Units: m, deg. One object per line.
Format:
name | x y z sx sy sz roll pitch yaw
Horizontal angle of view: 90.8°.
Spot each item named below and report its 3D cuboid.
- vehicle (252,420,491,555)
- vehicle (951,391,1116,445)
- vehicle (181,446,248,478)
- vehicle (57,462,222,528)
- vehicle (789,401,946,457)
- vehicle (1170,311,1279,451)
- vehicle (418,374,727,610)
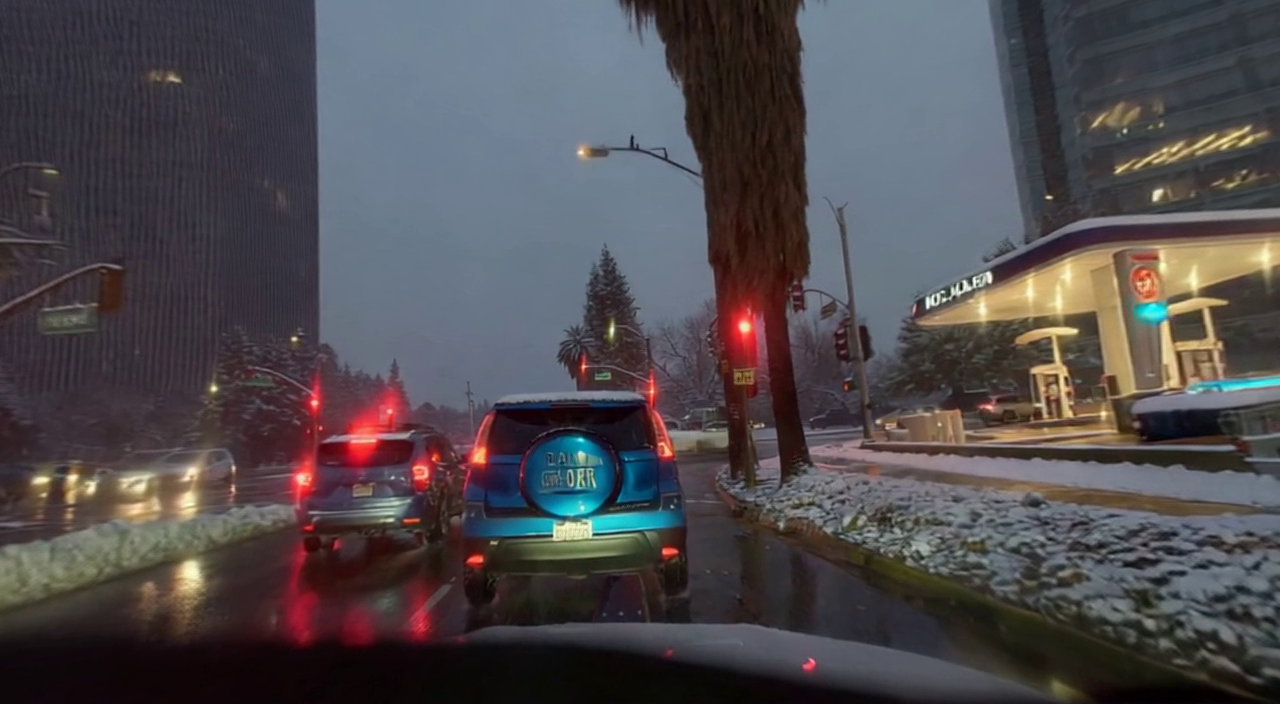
vehicle | -4.014 2.089 10.626 2.097 1.692 5.030 0 -8 -4
vehicle | 15.447 2.648 25.033 5.033 1.999 2.259 0 -8 -3
vehicle | -28.619 7.386 42.636 1.783 1.997 4.000 0 -8 -3
vehicle | -15.637 4.335 19.713 4.660 1.708 2.331 -5 -10 30
vehicle | 8.784 3.024 24.722 5.307 2.076 2.122 1 -8 -6
vehicle | 10.336 0.445 8.616 4.420 1.766 2.104 1 -8 -5
vehicle | -0.697 1.493 7.690 2.519 1.913 4.819 0 -8 -4
